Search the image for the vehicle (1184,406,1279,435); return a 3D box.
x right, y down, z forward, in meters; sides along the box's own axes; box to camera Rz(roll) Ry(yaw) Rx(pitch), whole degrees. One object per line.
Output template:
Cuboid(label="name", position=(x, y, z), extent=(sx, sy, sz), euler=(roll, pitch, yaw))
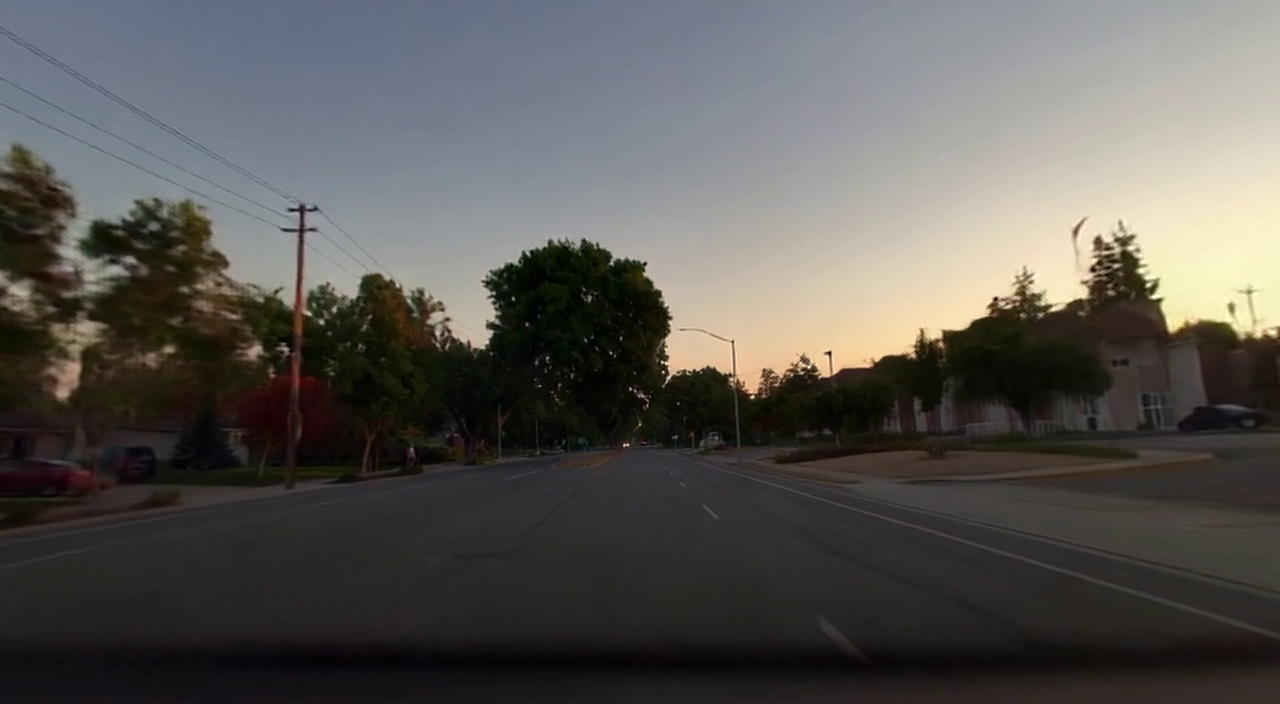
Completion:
Cuboid(label="vehicle", position=(32.452, 3.738, 34.435), extent=(3.904, 1.508, 1.724), euler=(0, -9, 1))

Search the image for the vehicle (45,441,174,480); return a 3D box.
Cuboid(label="vehicle", position=(-27.949, 5.716, 33.422), extent=(4.927, 1.980, 2.083), euler=(0, -8, 2))

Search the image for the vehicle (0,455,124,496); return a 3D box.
Cuboid(label="vehicle", position=(-23.264, 4.783, 24.578), extent=(4.686, 1.495, 1.879), euler=(0, -9, 1))
